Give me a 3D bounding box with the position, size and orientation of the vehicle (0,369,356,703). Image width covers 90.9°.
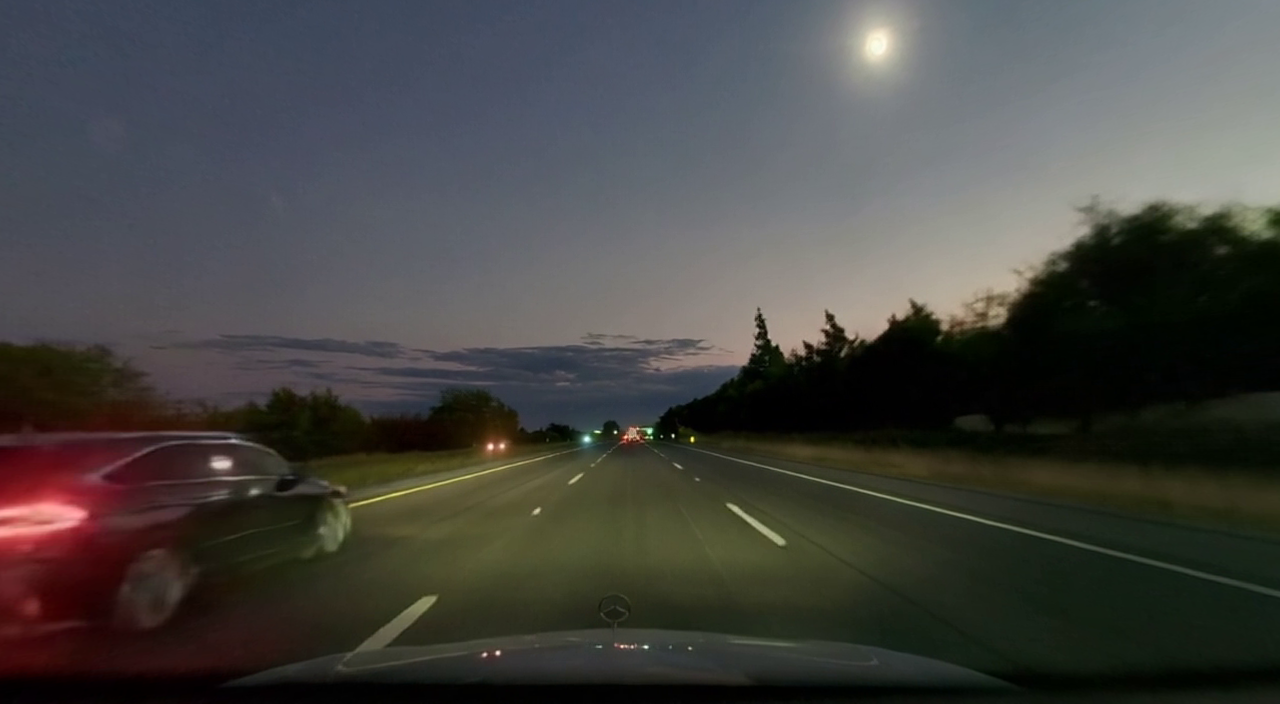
[{"bbox_3d":[-4.171,1.138,4.559,2.185,1.677,4.390,0,-8,0],"label":"vehicle"}]
